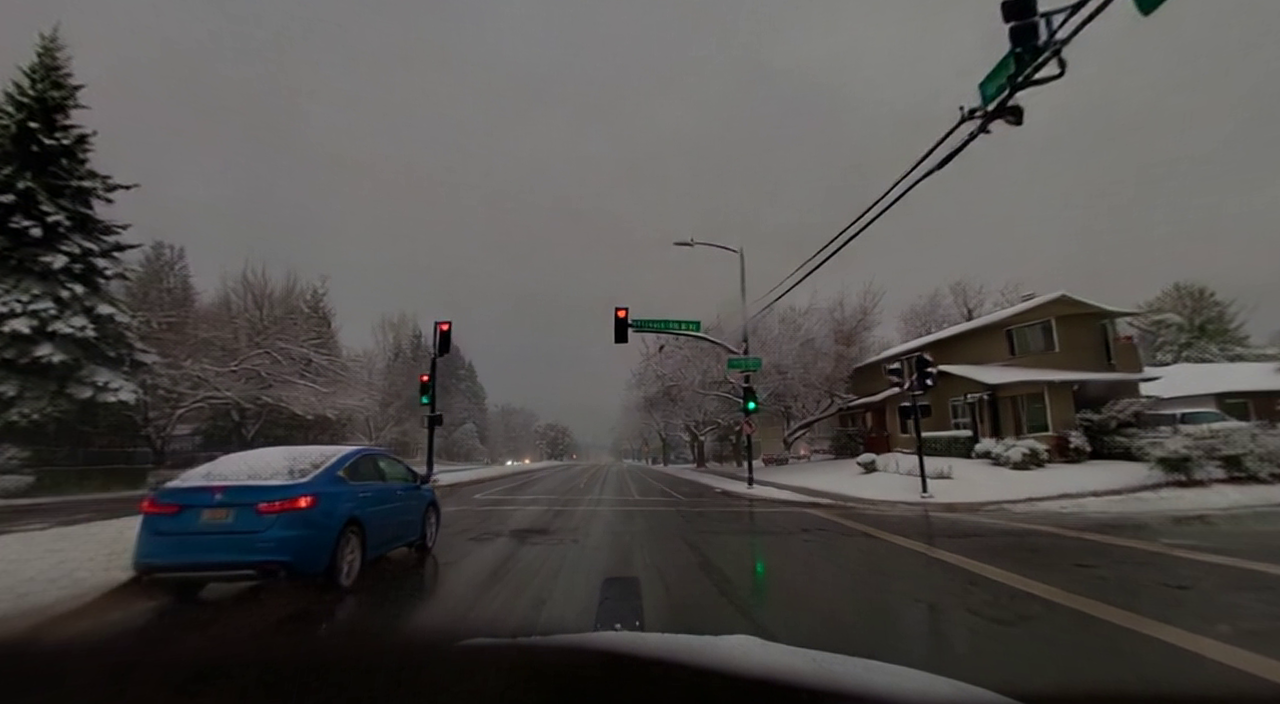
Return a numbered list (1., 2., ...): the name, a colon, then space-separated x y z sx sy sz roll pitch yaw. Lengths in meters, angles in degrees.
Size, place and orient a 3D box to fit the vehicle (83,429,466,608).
1. vehicle: -3.756 1.762 7.715 1.980 1.508 4.502 0 -9 0
